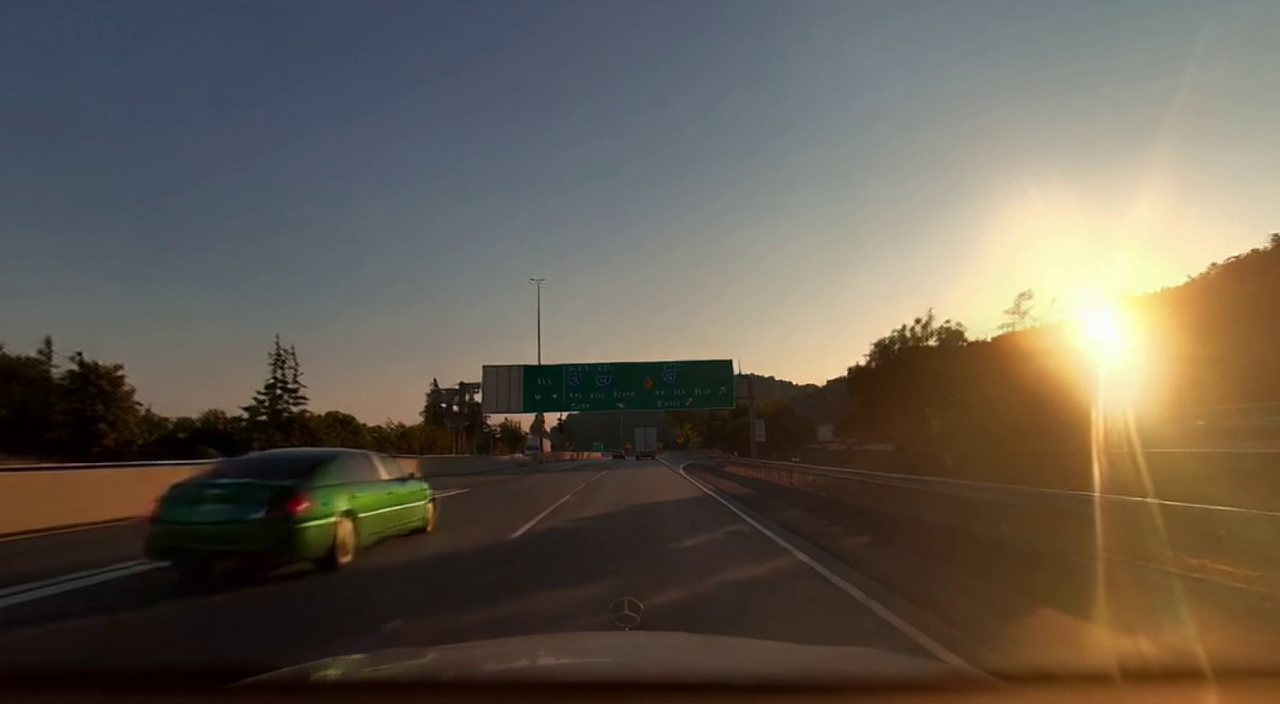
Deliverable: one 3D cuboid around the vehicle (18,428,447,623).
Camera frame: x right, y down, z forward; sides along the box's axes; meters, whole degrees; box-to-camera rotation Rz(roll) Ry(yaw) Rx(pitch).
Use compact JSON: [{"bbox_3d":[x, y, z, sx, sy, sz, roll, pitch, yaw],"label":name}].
[{"bbox_3d":[-3.744,1.651,6.919,1.886,1.465,4.119,0,-9,1],"label":"vehicle"}]
